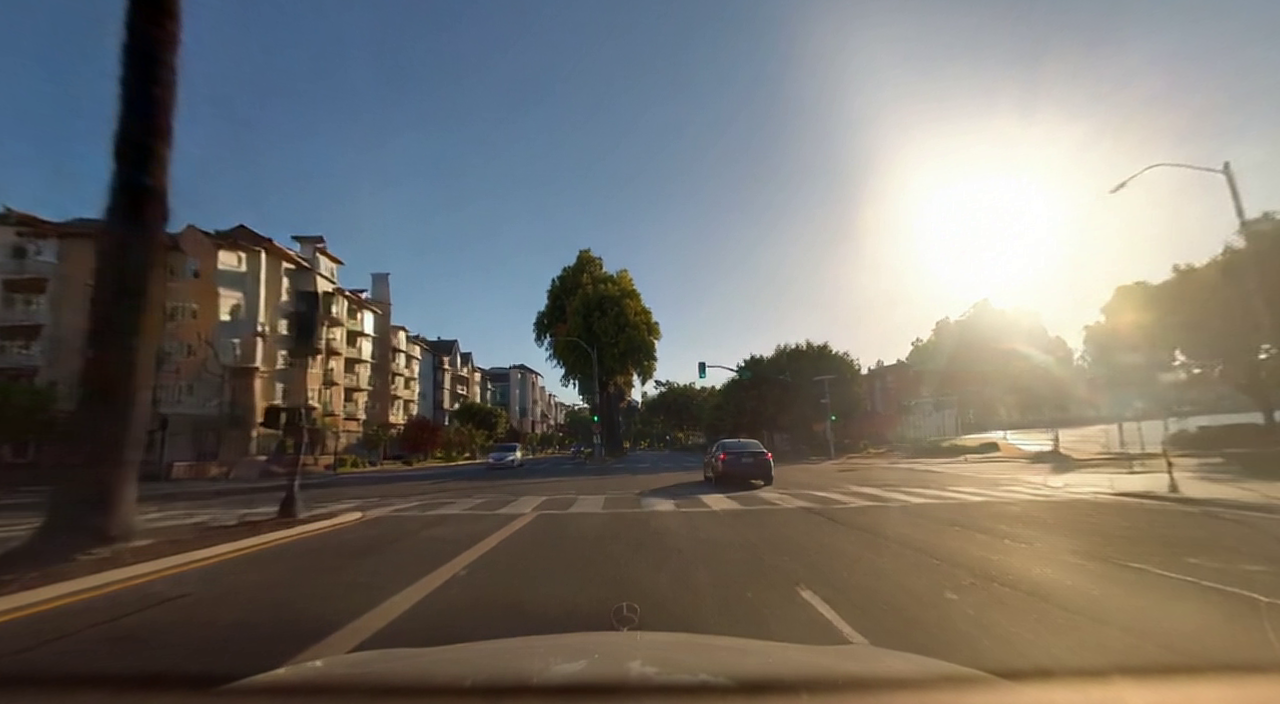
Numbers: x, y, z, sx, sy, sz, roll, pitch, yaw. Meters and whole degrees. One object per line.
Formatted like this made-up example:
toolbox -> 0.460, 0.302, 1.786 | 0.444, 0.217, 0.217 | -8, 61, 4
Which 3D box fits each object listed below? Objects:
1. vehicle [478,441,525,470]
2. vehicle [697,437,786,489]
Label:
vehicle -> -8.849, 6.631, 40.724 | 2.010, 1.718, 4.443 | 0, -8, 1
vehicle -> 3.044, 3.443, 19.916 | 1.964, 1.448, 4.295 | 0, -8, -2
